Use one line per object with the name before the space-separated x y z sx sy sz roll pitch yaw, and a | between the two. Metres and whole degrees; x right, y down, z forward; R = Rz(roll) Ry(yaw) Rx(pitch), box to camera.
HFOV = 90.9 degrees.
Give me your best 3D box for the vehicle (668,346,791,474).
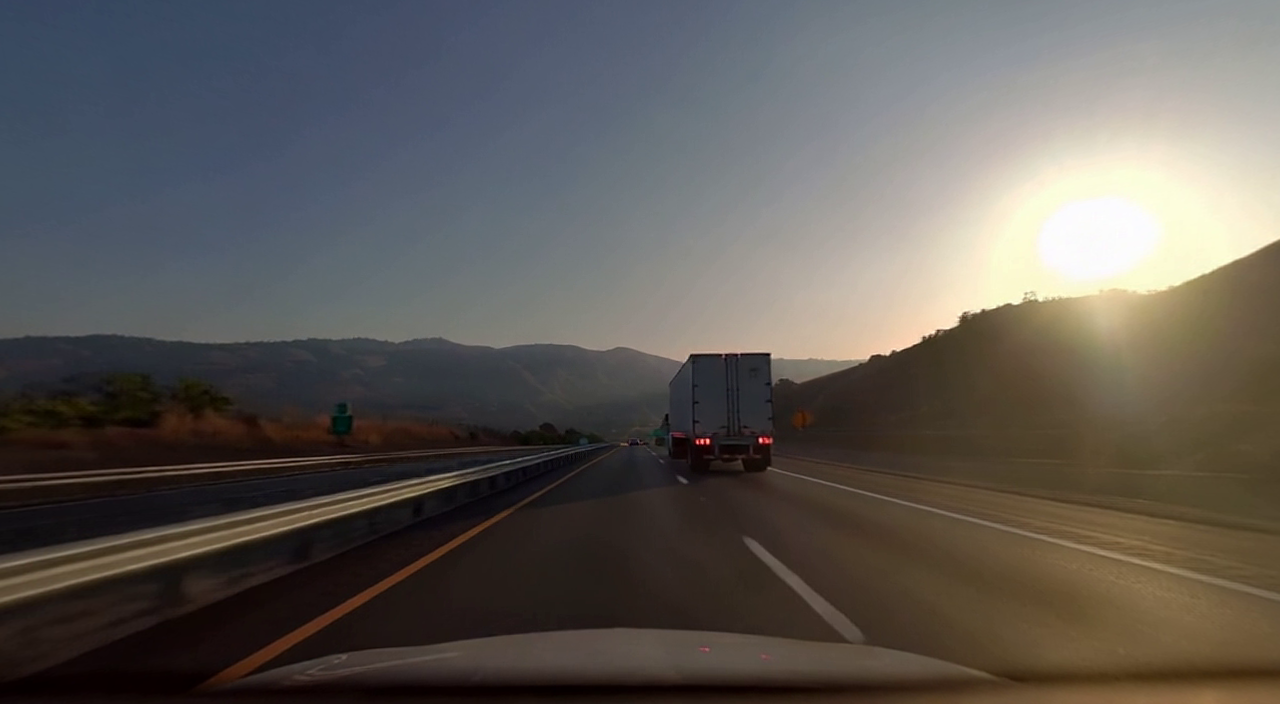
vehicle | 3.104 2.701 26.627 2.924 4.024 13.639 0 -8 -1
